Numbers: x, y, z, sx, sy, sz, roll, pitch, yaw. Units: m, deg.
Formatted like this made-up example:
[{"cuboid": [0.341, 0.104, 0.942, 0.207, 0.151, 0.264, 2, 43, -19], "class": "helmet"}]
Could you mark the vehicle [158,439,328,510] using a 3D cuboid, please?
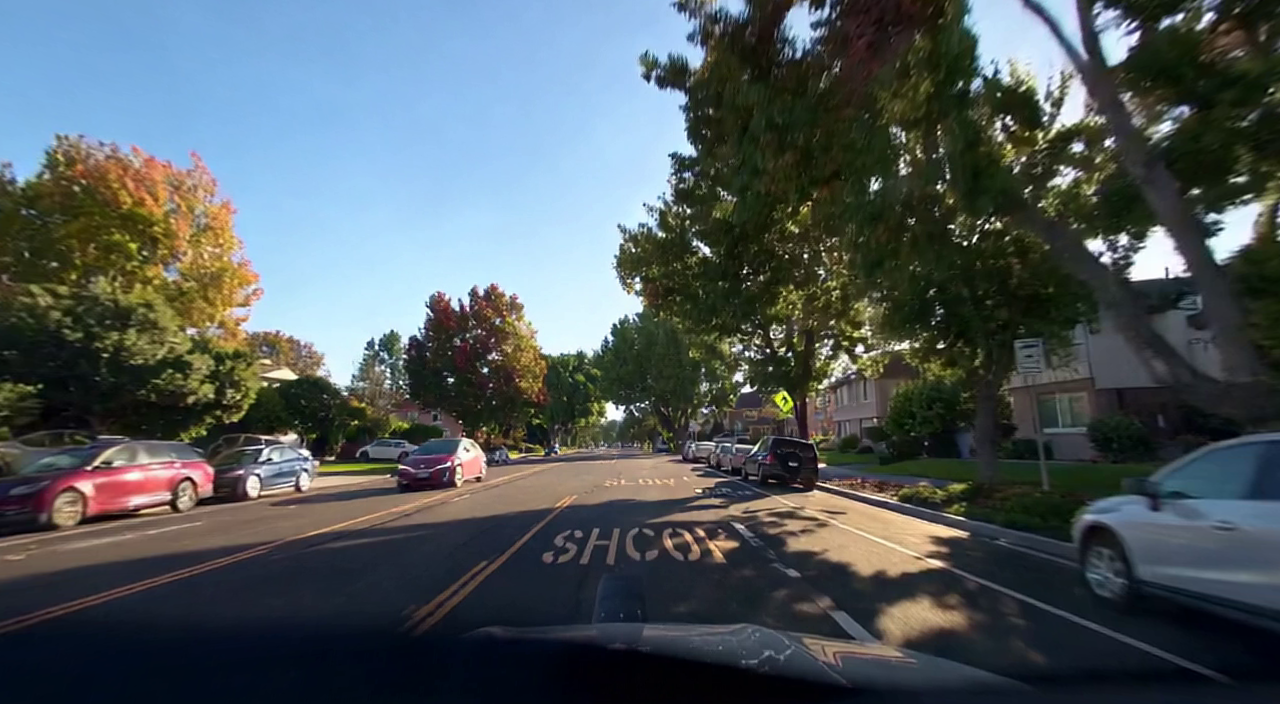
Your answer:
[{"cuboid": [-11.157, 3.438, 18.274, 1.917, 1.763, 4.557, 0, -8, 0], "class": "vehicle"}]

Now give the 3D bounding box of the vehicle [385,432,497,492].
[{"cuboid": [-6.307, 3.535, 20.662, 2.166, 1.734, 4.551, 0, -8, 0], "class": "vehicle"}]

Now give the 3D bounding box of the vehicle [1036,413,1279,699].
[{"cuboid": [4.842, 1.172, 3.577, 2.251, 1.639, 4.353, 1, -8, -2], "class": "vehicle"}]

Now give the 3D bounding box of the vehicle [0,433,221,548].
[{"cuboid": [-11.199, 2.634, 12.833, 2.065, 1.869, 4.806, 0, -8, -1], "class": "vehicle"}]

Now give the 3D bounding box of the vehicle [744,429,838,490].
[{"cuboid": [5.029, 3.632, 21.682, 2.087, 1.869, 4.159, 0, -8, -1], "class": "vehicle"}]
